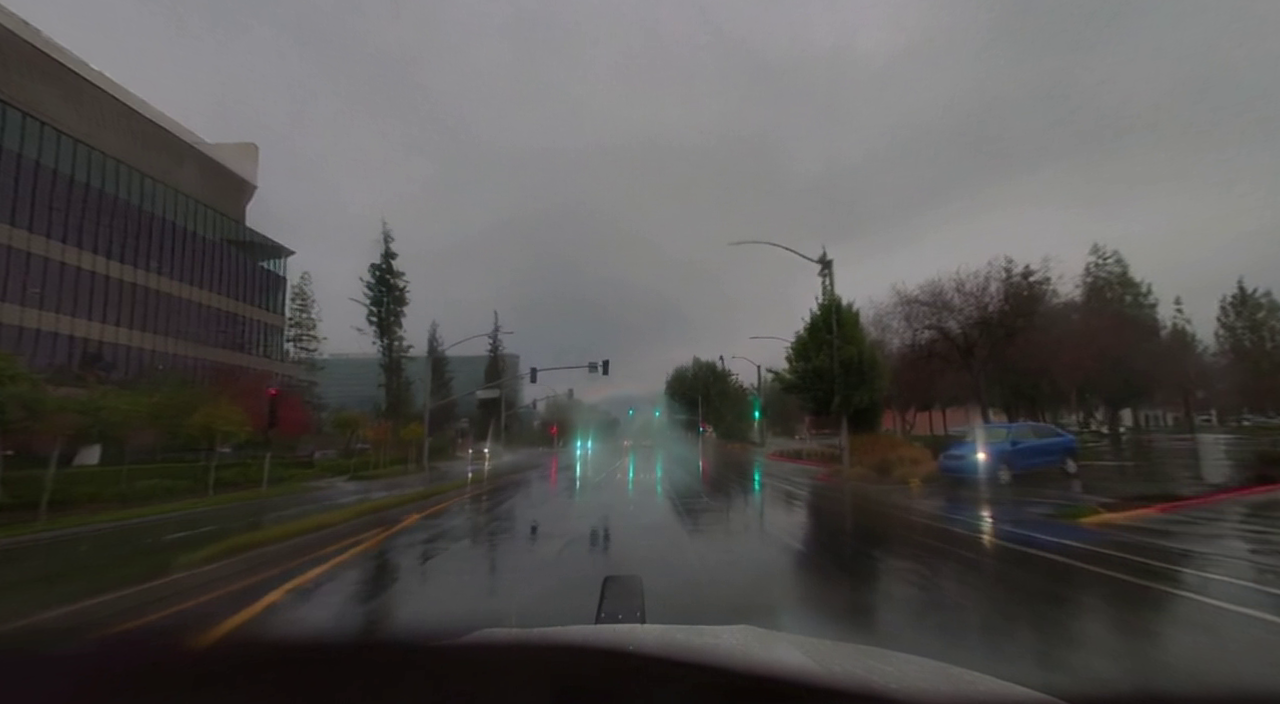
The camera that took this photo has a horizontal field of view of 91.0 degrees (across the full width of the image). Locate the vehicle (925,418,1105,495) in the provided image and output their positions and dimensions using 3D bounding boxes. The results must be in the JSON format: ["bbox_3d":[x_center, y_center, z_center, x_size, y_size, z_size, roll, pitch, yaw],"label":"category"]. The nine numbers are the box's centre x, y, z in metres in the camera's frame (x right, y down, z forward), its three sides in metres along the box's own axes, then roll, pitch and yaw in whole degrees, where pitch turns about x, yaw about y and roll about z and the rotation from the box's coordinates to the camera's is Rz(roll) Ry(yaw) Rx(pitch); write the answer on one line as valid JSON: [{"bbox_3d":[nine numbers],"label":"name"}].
[{"bbox_3d":[10.210,2.793,17.097,4.635,1.821,2.087,5,-10,-30],"label":"vehicle"}]
